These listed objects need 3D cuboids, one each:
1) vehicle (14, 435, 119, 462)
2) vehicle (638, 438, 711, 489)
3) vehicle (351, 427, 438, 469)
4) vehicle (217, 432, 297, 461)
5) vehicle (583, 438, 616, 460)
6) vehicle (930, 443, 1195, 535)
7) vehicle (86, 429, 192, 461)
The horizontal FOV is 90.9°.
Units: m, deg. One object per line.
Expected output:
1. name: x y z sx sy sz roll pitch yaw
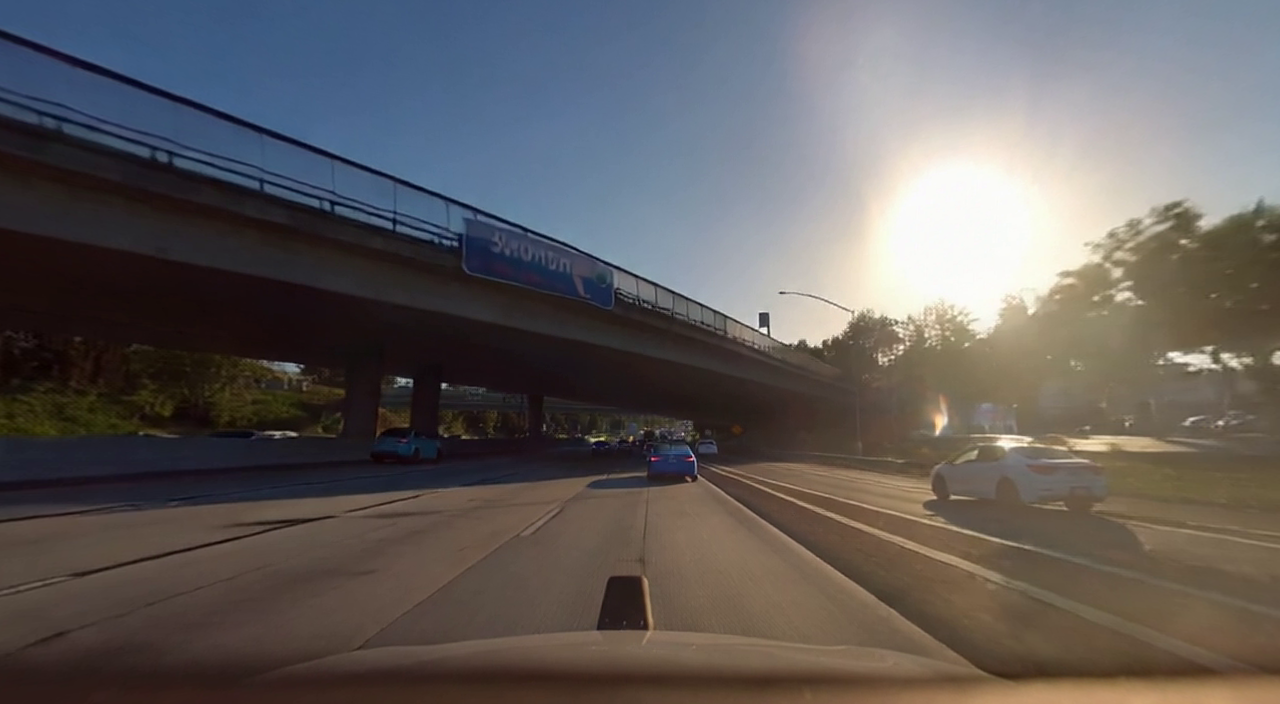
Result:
1. vehicle: -32.533 5.508 35.978 1.717 1.425 4.484 0 -8 1
2. vehicle: 0.995 3.511 20.214 2.113 1.464 4.073 0 -8 0
3. vehicle: -10.588 4.174 27.593 1.950 1.664 4.403 0 -8 1
4. vehicle: -21.192 5.259 35.118 1.778 1.462 4.185 0 -8 1
5. vehicle: -2.995 7.272 47.311 2.047 1.497 4.208 0 -8 2
6. vehicle: 7.763 2.520 12.281 2.030 1.442 4.358 1 -8 -2
7. vehicle: -25.328 4.739 32.109 1.835 1.487 4.234 0 -8 1
